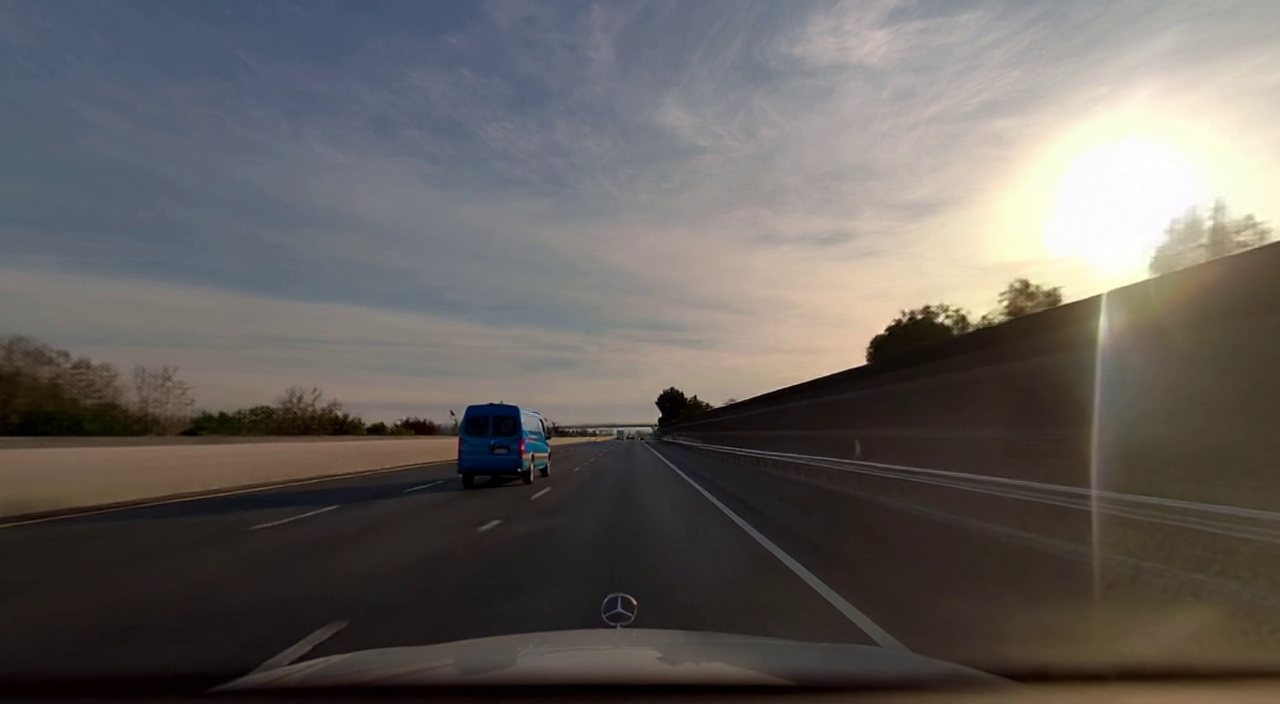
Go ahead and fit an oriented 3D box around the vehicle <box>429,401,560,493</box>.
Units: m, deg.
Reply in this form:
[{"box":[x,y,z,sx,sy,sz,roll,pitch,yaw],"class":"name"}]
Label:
[{"box":[-3.595,2.461,16.649,2.309,2.053,4.884,0,-8,0],"class":"vehicle"}]
